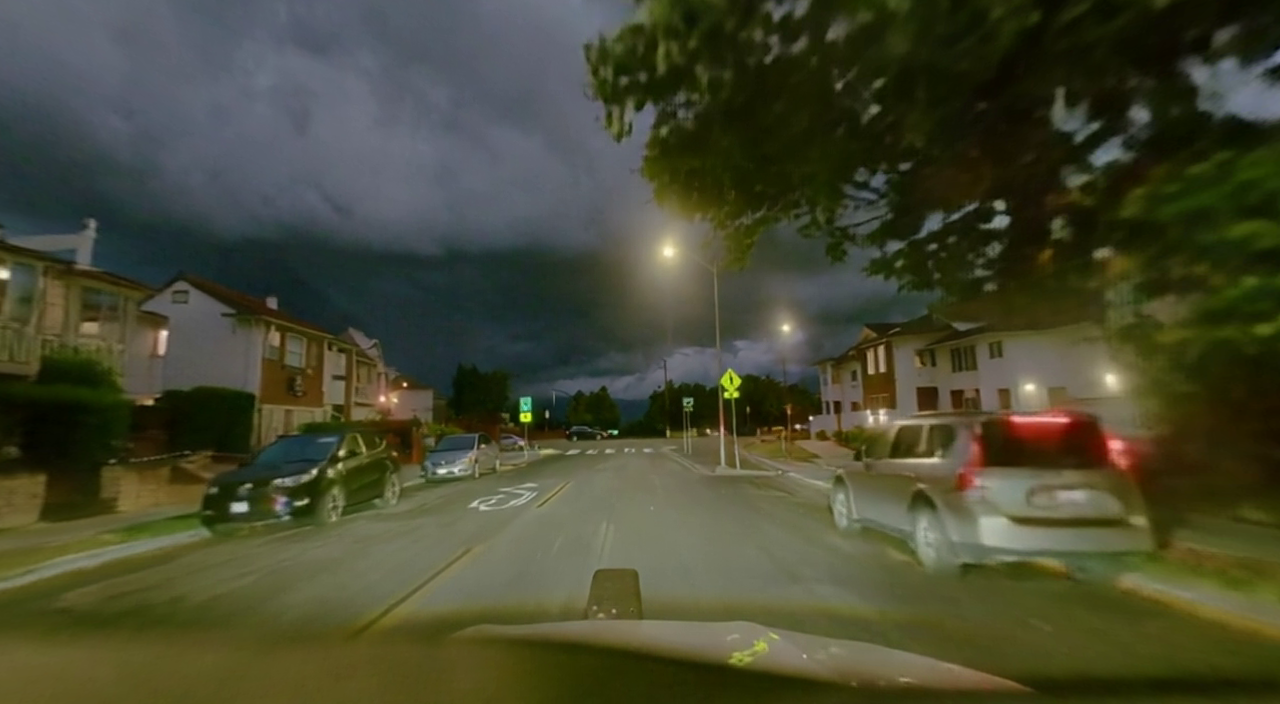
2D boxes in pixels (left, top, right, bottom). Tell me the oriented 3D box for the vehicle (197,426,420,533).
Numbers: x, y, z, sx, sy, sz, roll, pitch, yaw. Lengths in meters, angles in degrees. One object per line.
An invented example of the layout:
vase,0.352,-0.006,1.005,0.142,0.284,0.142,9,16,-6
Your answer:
vehicle,-5.478,2.109,11.054,1.842,1.540,3.704,0,-8,0

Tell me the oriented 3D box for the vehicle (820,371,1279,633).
vehicle,3.442,1.259,6.362,1.997,1.663,4.544,-1,-8,2

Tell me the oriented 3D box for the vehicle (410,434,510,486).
vehicle,-5.511,3.352,19.885,1.919,1.464,4.155,0,-8,0
